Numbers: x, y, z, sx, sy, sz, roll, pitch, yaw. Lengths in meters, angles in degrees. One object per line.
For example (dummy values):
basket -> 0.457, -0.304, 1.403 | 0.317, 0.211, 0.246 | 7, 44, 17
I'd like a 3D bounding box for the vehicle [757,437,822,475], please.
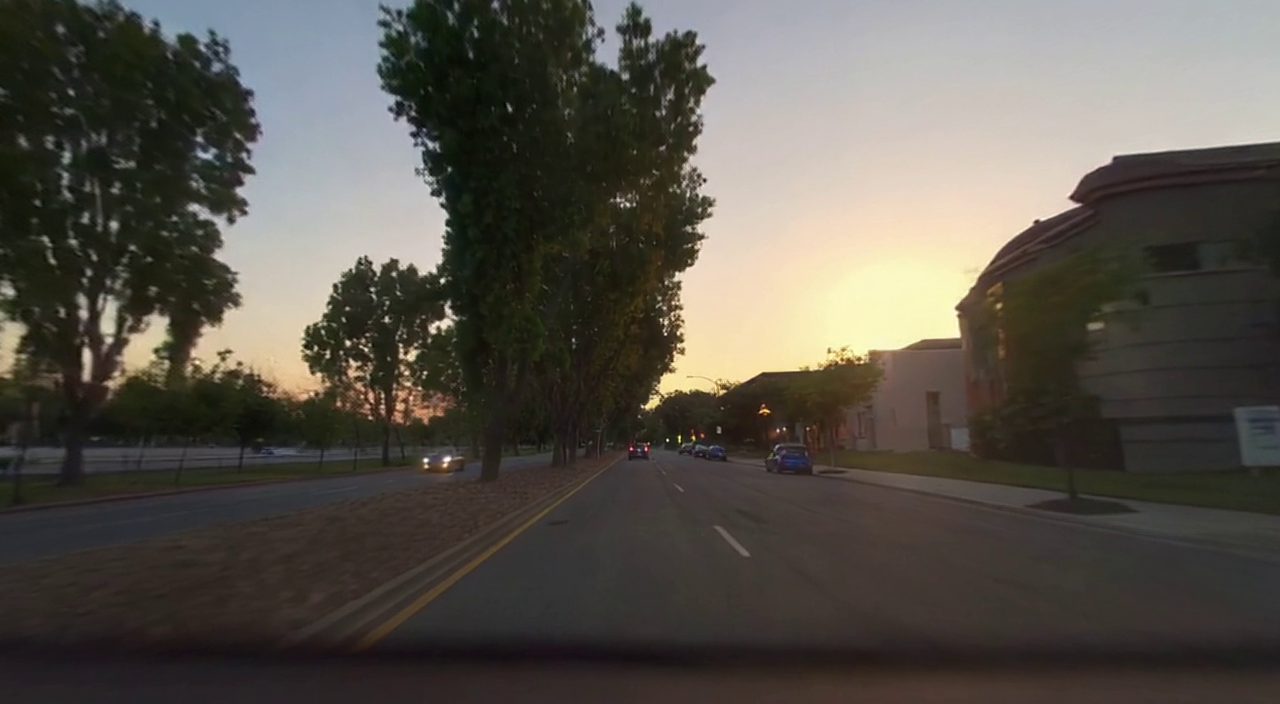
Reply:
vehicle -> 7.842, 5.506, 33.608 | 2.167, 1.848, 4.713 | 0, -9, -2
